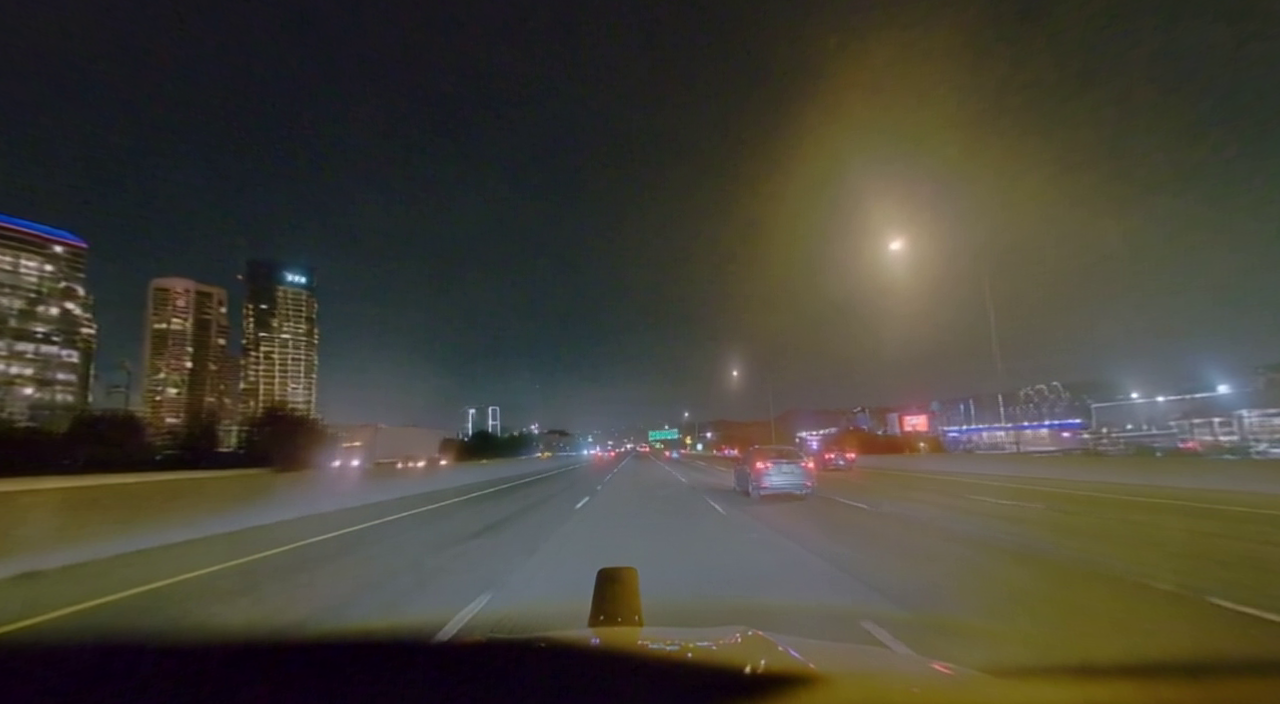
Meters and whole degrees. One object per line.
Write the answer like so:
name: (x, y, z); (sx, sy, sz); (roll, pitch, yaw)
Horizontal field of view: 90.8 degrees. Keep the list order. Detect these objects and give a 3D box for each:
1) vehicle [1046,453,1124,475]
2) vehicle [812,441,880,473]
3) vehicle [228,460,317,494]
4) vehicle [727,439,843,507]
vehicle: (34.184, 8.602, 48.682); (1.968, 1.610, 4.771); (2, -9, -12)
vehicle: (10.754, 5.505, 33.297); (2.019, 1.529, 4.385); (0, -9, -1)
vehicle: (-17.960, 6.104, 31.131); (1.774, 1.448, 4.340); (0, -9, 0)
vehicle: (3.572, 3.057, 16.403); (1.961, 1.504, 4.094); (0, -9, -1)
